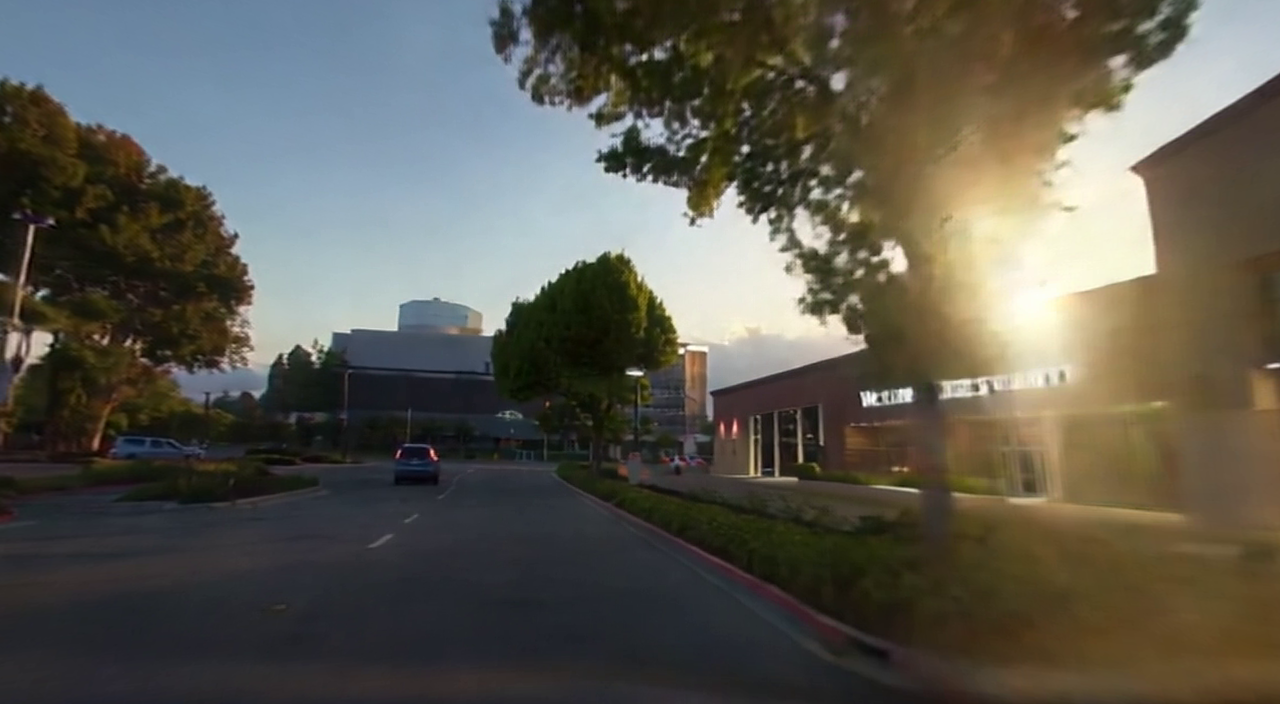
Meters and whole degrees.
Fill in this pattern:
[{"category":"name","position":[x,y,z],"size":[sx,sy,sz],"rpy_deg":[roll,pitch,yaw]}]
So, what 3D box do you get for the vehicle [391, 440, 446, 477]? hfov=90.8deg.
[{"category":"vehicle","position":[-11.868,5.707,34.160],"size":[2.180,1.806,4.541],"rpy_deg":[2,-9,-12]}]
